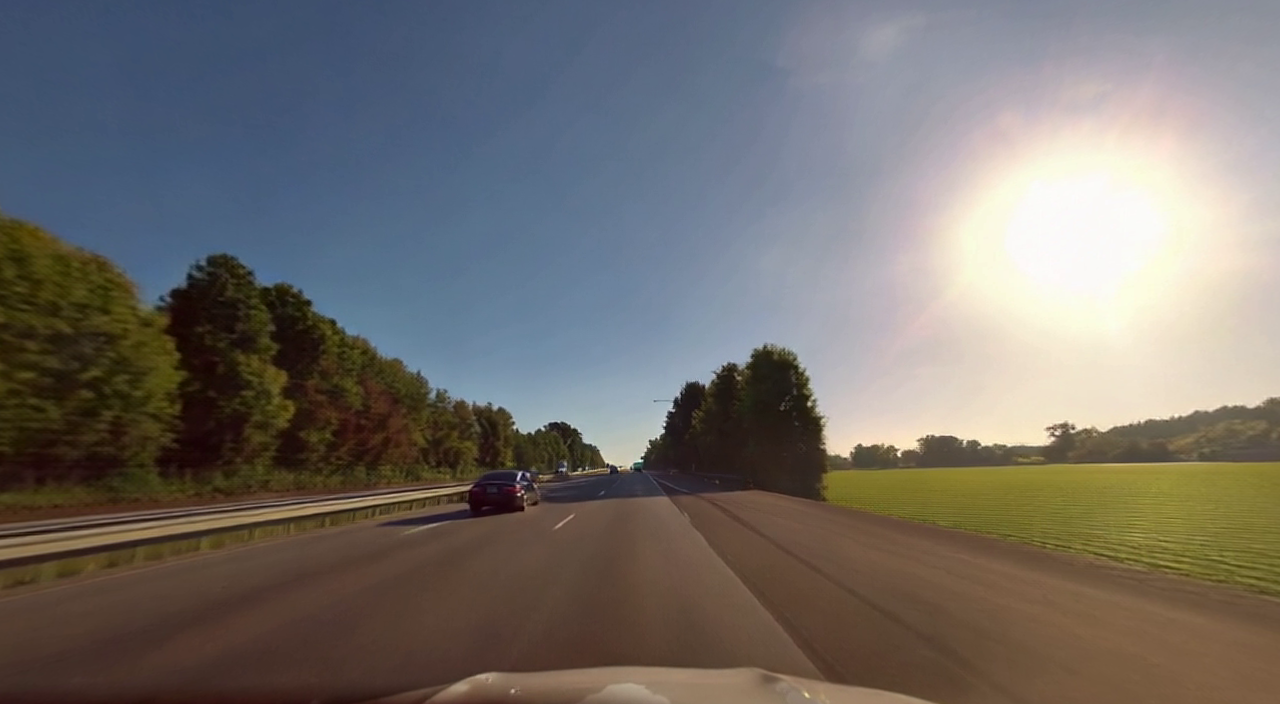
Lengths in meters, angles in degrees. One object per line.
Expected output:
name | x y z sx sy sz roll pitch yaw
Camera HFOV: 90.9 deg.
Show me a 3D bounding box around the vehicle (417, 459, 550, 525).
vehicle | -3.831 3.561 16.453 2.183 1.435 4.653 0 -10 1
